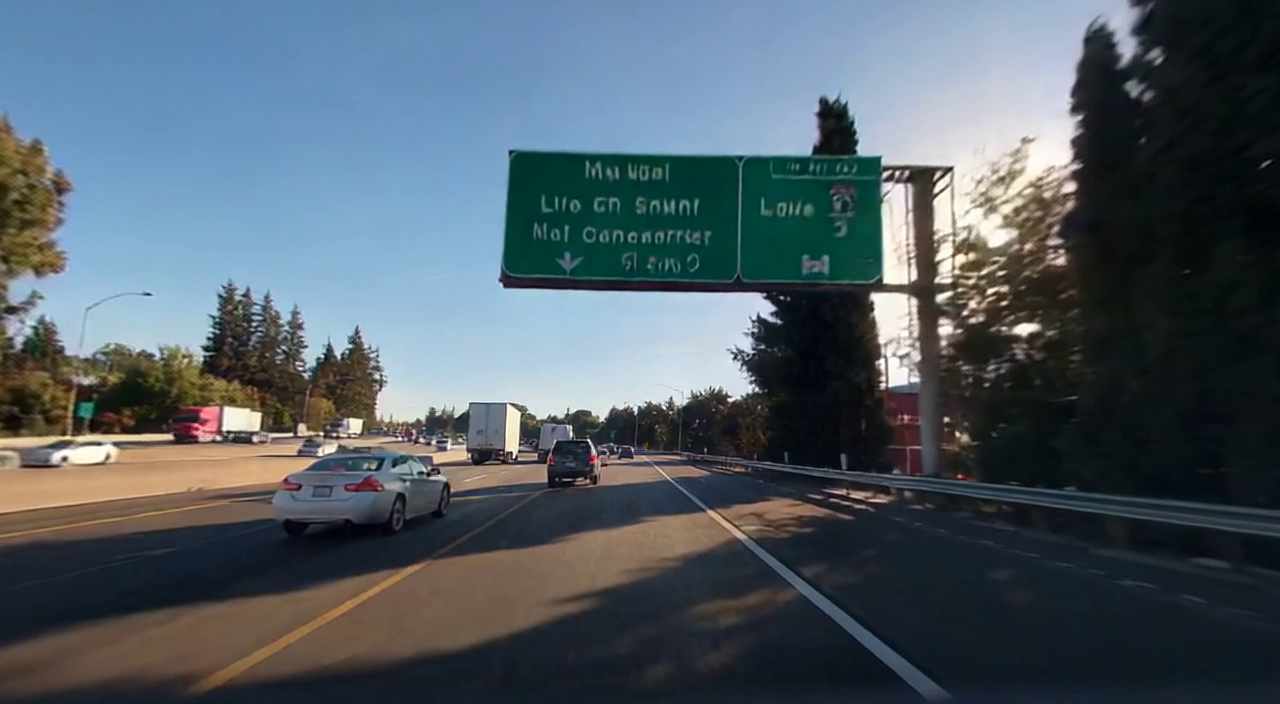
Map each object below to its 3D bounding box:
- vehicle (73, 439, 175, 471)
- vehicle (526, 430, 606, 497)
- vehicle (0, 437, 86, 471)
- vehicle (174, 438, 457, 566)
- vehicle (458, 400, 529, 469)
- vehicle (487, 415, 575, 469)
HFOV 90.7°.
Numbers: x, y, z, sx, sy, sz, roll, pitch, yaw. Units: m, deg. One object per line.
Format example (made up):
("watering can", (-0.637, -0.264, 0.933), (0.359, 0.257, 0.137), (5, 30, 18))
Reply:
("vehicle", (-26.388, 5.282, 32.598), (1.854, 1.490, 4.319), (1, -9, -5))
("vehicle", (-2.132, 3.398, 19.713), (2.093, 1.785, 5.303), (0, -8, -3))
("vehicle", (-30.953, 5.179, 32.309), (1.810, 1.585, 4.116), (1, -8, -5))
("vehicle", (-4.390, 2.063, 9.608), (1.932, 1.445, 4.625), (0, -8, -2))
("vehicle", (-10.773, 6.384, 48.077), (2.966, 4.493, 12.921), (0, -8, -3))
("vehicle", (-6.322, 5.732, 39.665), (3.270, 2.674, 14.547), (-1, -9, -1))
